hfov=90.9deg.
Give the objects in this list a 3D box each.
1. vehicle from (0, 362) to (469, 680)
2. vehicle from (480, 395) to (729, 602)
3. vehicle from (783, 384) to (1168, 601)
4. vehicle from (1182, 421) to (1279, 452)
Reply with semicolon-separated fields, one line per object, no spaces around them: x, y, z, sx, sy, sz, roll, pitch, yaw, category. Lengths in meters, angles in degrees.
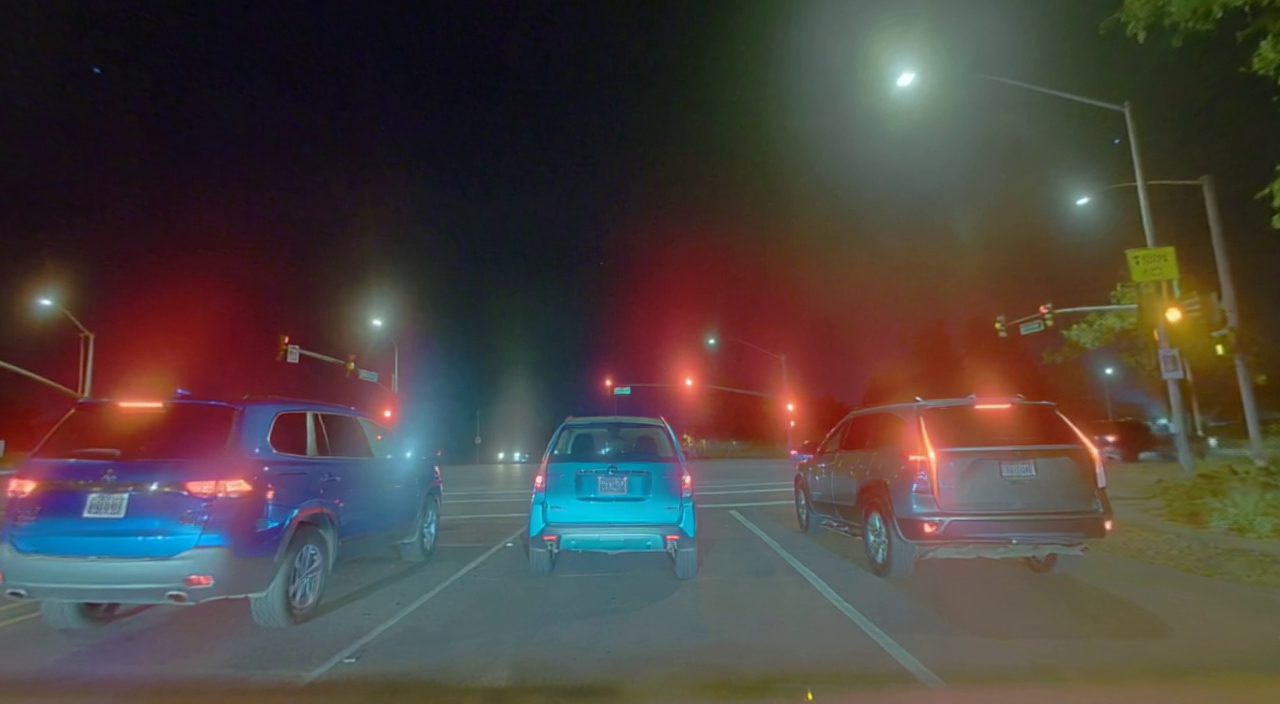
-3.272;1.283;5.883;2.047;1.810;4.414;0;-8;1;vehicle
-0.238;1.512;7.317;2.067;1.702;3.987;0;-8;2;vehicle
3.274;1.483;7.511;2.083;1.779;4.532;0;-8;0;vehicle
32.833;4.671;34.792;4.175;1.634;1.877;1;-8;-5;vehicle
